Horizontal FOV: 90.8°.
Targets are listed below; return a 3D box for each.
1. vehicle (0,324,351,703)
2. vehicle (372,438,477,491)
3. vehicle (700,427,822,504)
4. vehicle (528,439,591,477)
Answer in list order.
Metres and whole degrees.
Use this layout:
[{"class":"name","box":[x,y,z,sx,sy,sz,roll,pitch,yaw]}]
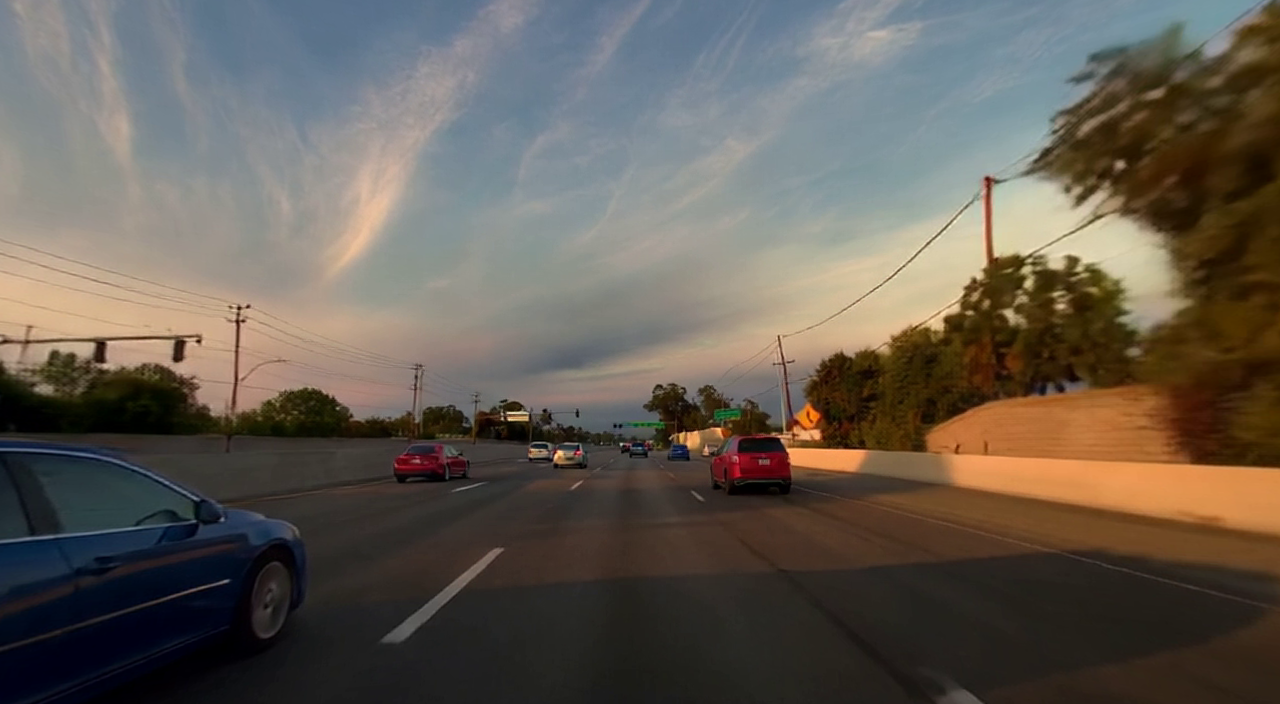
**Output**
[{"class":"vehicle","box":[-3.253,0.836,2.613,2.104,1.707,4.338,0,-8,-1]},{"class":"vehicle","box":[-6.684,3.519,20.113,1.903,1.482,4.180,0,-8,0]},{"class":"vehicle","box":[2.849,2.799,16.001,2.100,1.659,4.387,0,-8,-1]},{"class":"vehicle","box":[-3.378,4.533,27.336,2.066,1.488,4.377,0,-8,1]}]
